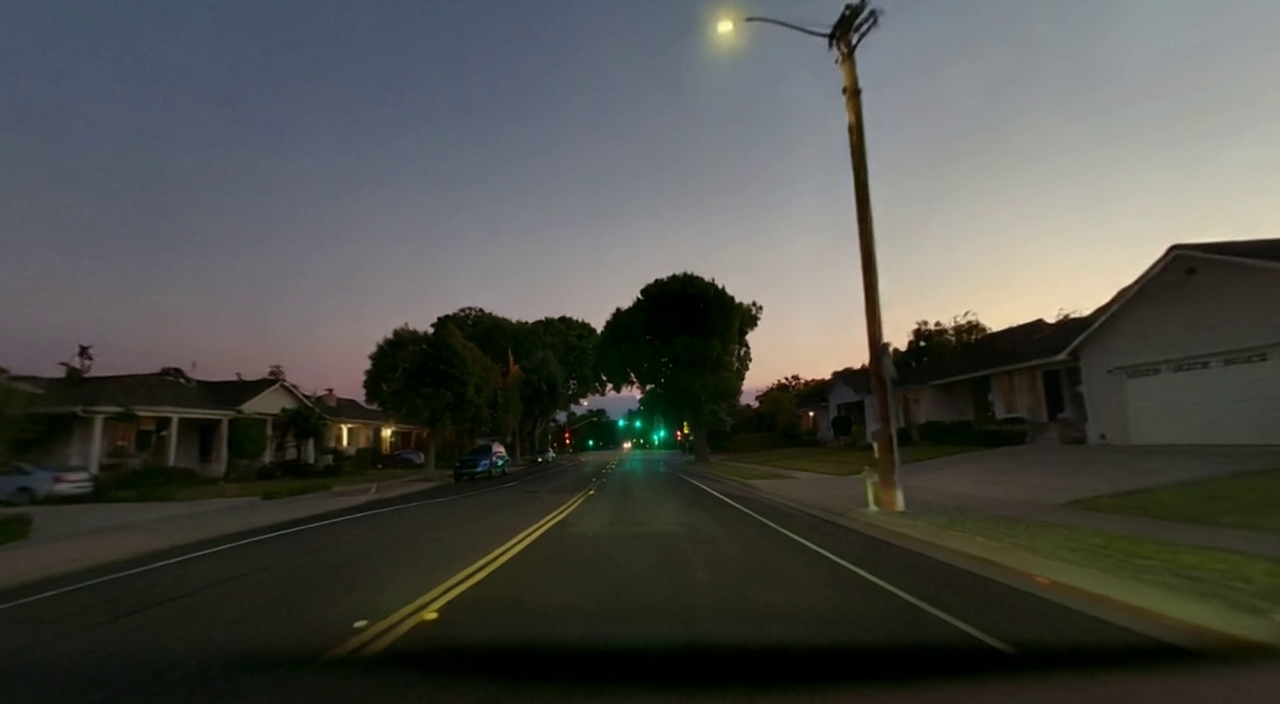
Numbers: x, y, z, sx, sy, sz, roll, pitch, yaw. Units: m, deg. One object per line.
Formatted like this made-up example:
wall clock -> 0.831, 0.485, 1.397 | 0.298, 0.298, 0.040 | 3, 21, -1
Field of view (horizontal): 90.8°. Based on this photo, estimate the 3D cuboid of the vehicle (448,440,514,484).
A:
vehicle -> -7.632, 5.296, 30.751 | 2.209, 1.807, 4.432 | -4, -8, -3

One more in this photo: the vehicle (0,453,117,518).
vehicle -> -19.192, 4.172, 19.831 | 1.961, 1.772, 4.253 | -4, -8, 0
